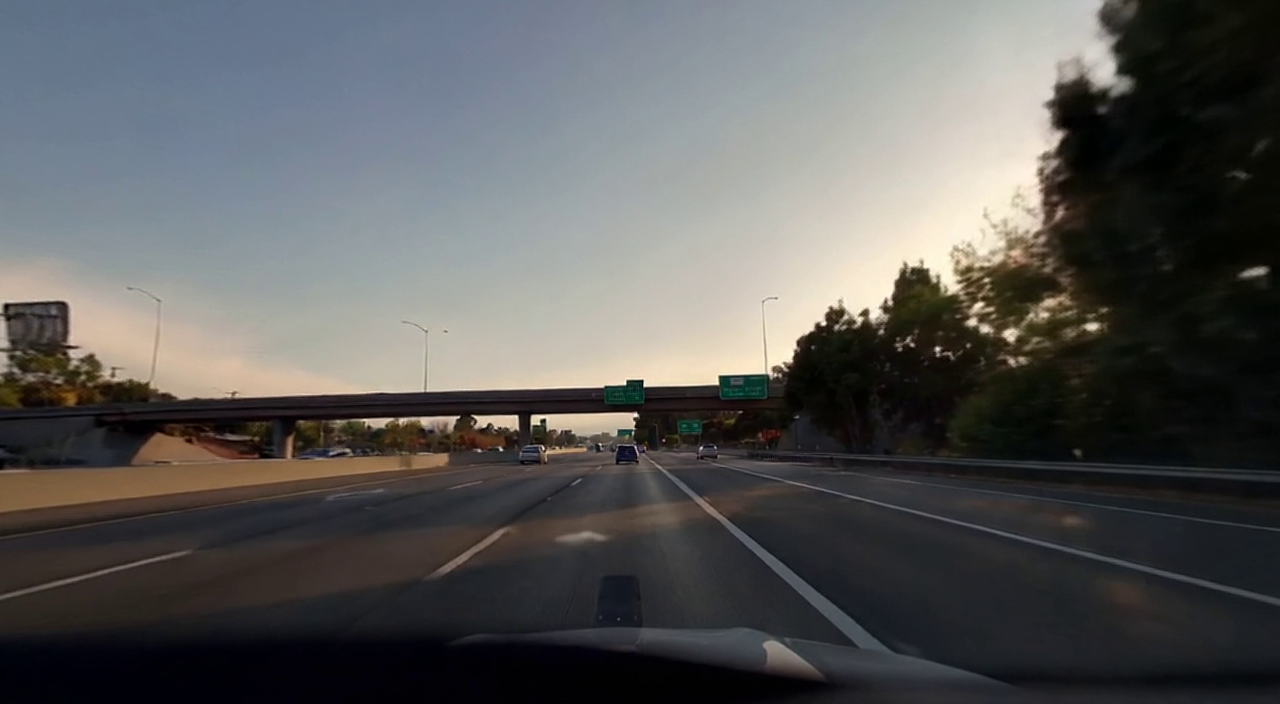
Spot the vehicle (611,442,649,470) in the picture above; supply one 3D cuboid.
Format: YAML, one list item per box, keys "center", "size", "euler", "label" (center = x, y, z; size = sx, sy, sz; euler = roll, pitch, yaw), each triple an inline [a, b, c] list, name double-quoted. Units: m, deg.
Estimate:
- center: [-0.608, 5.872, 35.794]
  size: [2.012, 1.471, 4.059]
  euler: [0, -8, -2]
  label: "vehicle"

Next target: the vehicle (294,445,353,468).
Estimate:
- center: [-24.802, 8.166, 49.745]
  size: [1.978, 1.665, 5.327]
  euler: [-1, -8, -2]
  label: "vehicle"
